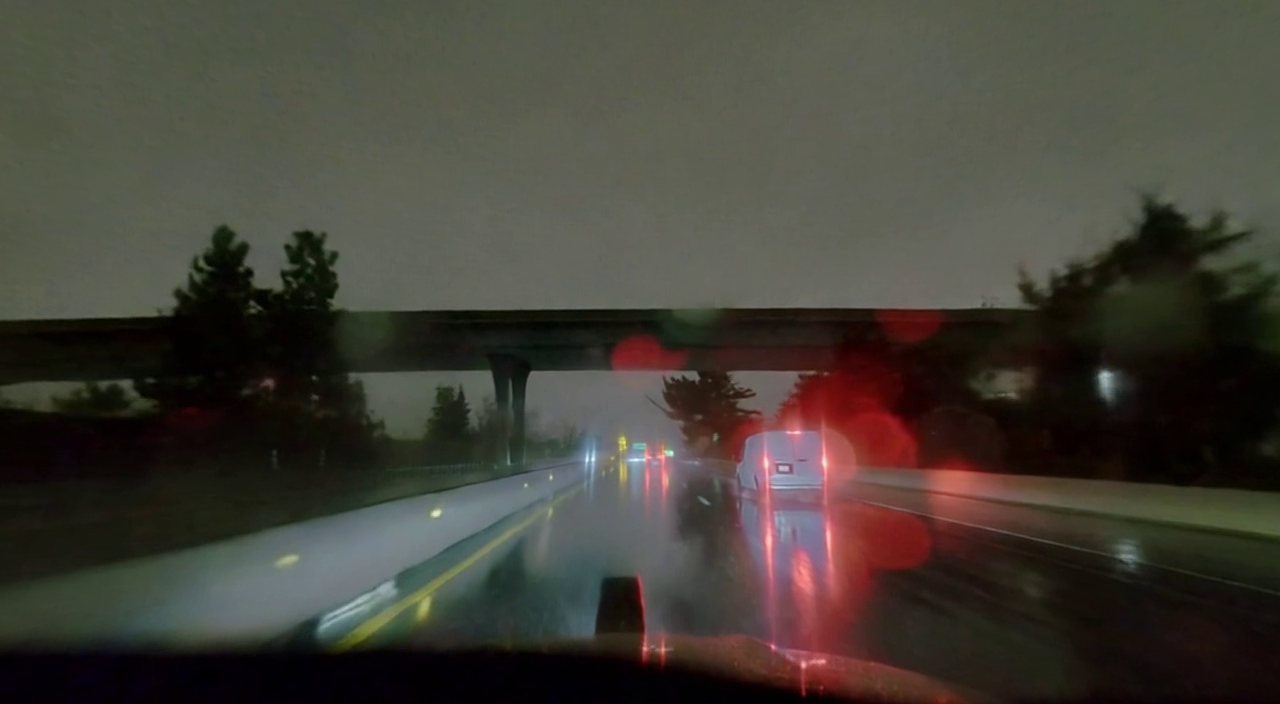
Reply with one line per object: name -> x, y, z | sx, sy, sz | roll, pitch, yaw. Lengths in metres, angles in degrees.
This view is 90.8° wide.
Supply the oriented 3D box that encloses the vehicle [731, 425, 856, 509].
vehicle -> 4.085, 3.192, 17.913 | 2.152, 1.998, 5.380 | 0, -9, 0
